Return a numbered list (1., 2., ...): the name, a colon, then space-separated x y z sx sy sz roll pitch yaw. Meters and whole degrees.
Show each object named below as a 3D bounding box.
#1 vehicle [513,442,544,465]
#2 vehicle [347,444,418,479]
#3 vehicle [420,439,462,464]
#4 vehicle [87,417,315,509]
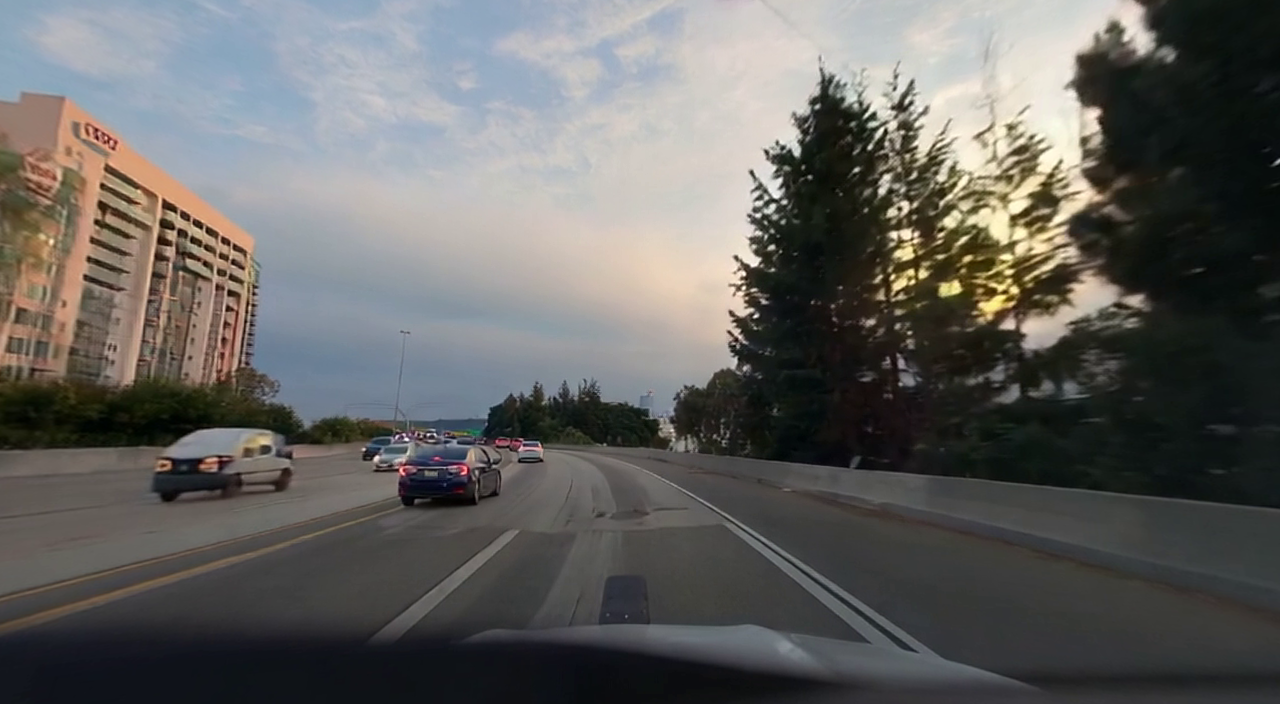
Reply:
1. vehicle: -7.680 7.048 43.738 1.885 1.469 4.211 1 -9 -8
2. vehicle: -11.733 4.991 29.017 1.902 1.468 4.103 0 -9 -6
3. vehicle: -14.087 7.069 44.885 2.028 1.675 4.870 1 -9 -9
4. vehicle: -10.365 2.677 15.601 2.151 1.871 5.177 0 -9 -4
